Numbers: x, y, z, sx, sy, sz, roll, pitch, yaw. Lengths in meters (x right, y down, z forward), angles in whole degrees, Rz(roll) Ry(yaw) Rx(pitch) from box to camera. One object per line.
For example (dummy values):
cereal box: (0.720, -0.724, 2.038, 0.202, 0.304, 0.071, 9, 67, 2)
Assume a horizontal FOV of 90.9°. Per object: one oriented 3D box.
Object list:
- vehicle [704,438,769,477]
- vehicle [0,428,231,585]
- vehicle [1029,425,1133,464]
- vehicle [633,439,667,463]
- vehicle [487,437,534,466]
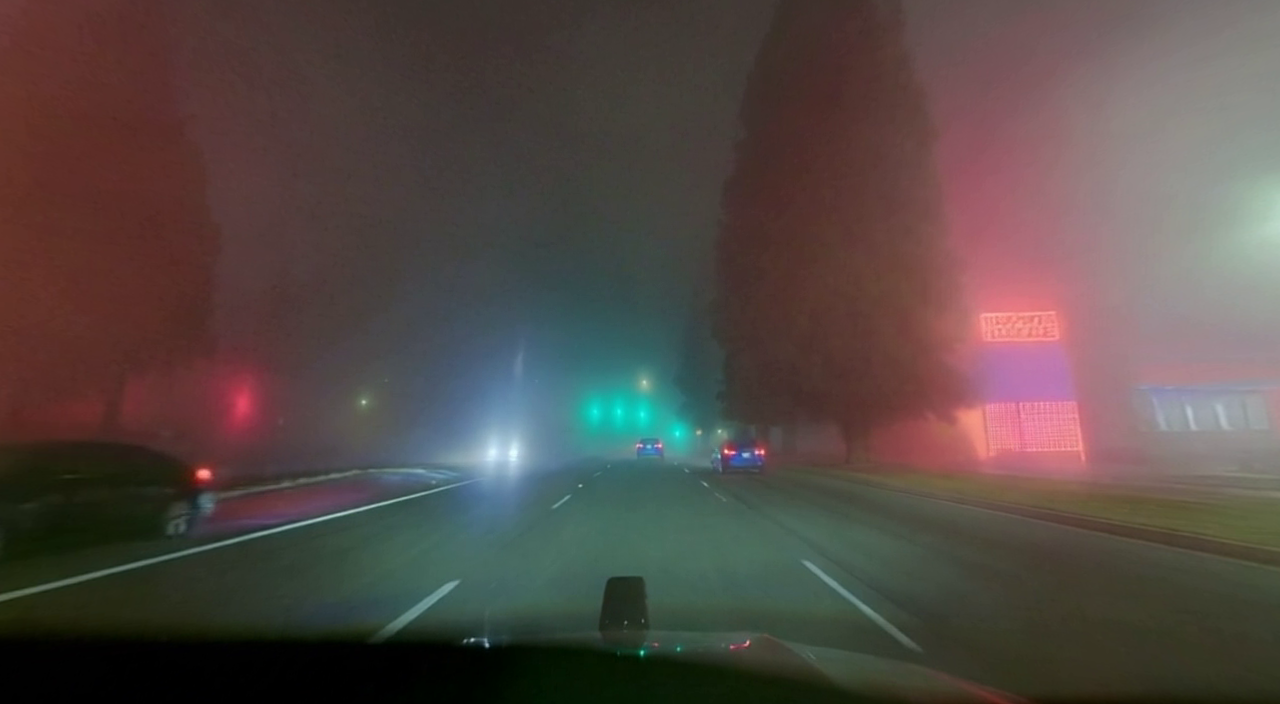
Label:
vehicle: (3.957, 4.422, 26.634, 1.977, 1.474, 4.399, 0, -8, -1)
vehicle: (-6.971, 1.637, 7.192, 1.993, 1.444, 3.965, 0, -8, -1)
vehicle: (25.925, 5.500, 37.354, 2.244, 2.120, 5.471, 0, -8, 2)
vehicle: (0.734, 6.565, 41.989, 2.001, 1.504, 4.212, -1, -8, 5)
vehicle: (-7.518, 5.714, 36.272, 2.127, 1.562, 4.402, 2, -9, -17)
